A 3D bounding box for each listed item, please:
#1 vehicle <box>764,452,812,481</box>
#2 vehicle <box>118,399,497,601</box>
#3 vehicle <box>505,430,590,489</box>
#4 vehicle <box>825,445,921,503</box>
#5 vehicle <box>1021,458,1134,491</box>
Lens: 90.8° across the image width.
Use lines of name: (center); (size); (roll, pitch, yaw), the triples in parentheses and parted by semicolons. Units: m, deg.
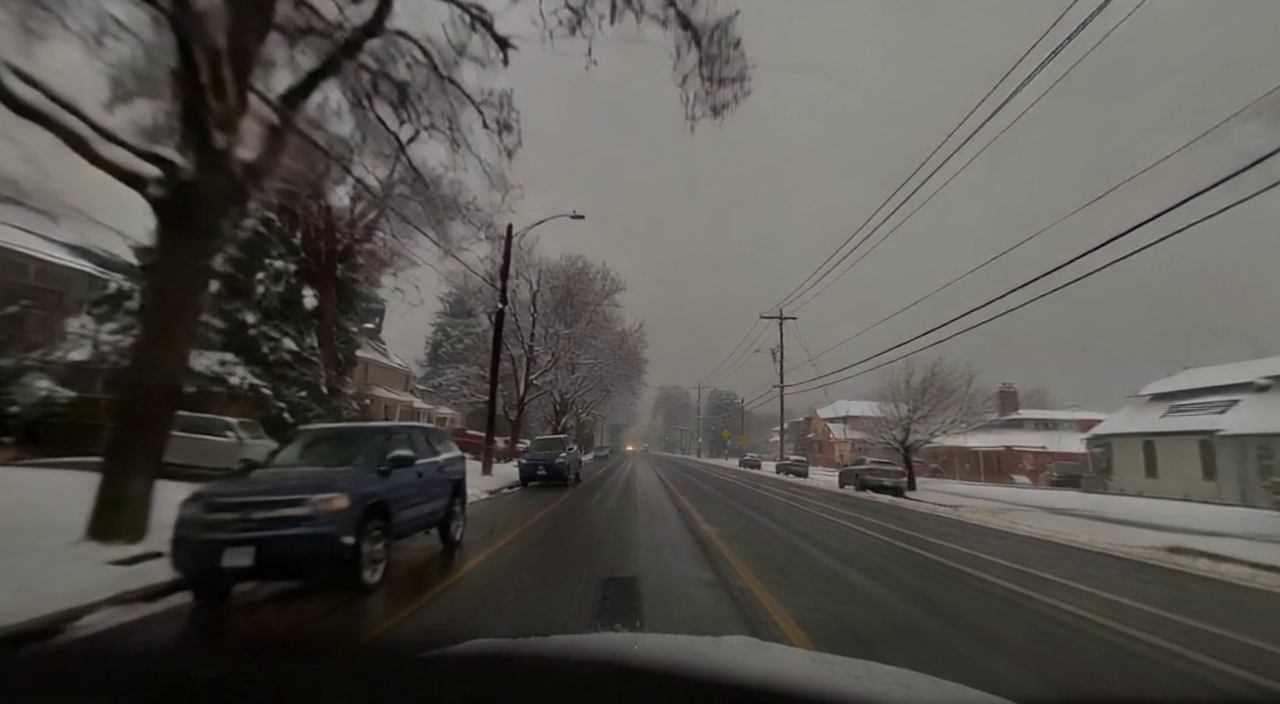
vehicle: (9.701, 7.514, 41.712); (1.977, 1.495, 4.800); (8, -9, 2)
vehicle: (-3.460, 1.674, 8.047); (2.127, 1.737, 4.961); (0, -9, 0)
vehicle: (-3.288, 4.002, 23.786); (2.290, 1.924, 5.536); (0, -9, 1)
vehicle: (9.621, 5.034, 26.555); (2.156, 1.882, 4.790); (8, -9, 1)
vehicle: (22.257, 6.223, 32.247); (4.172, 1.630, 2.112); (0, -9, -2)
